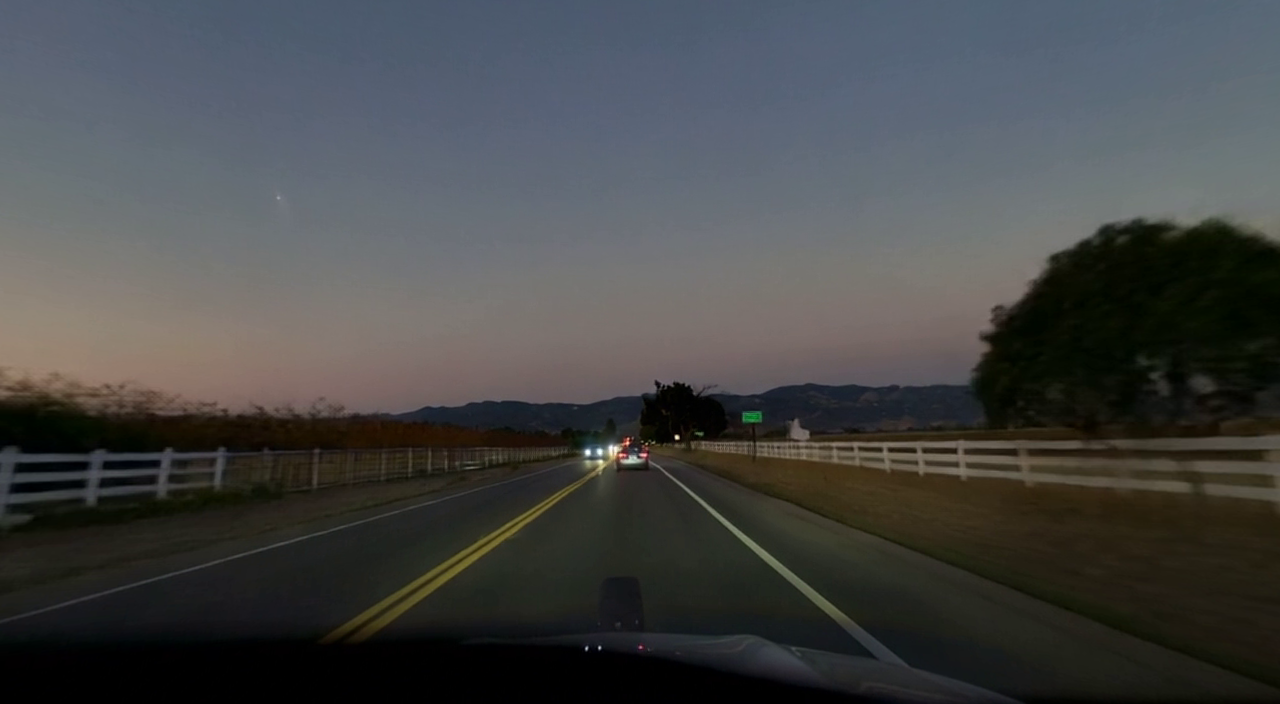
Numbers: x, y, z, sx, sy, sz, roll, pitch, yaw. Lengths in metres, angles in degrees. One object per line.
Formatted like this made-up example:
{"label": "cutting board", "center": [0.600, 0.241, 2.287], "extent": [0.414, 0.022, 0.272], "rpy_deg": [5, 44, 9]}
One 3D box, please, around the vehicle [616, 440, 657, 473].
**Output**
{"label": "vehicle", "center": [-0.195, 5.803, 35.310], "extent": [2.158, 1.669, 4.006], "rpy_deg": [0, -8, -1]}
